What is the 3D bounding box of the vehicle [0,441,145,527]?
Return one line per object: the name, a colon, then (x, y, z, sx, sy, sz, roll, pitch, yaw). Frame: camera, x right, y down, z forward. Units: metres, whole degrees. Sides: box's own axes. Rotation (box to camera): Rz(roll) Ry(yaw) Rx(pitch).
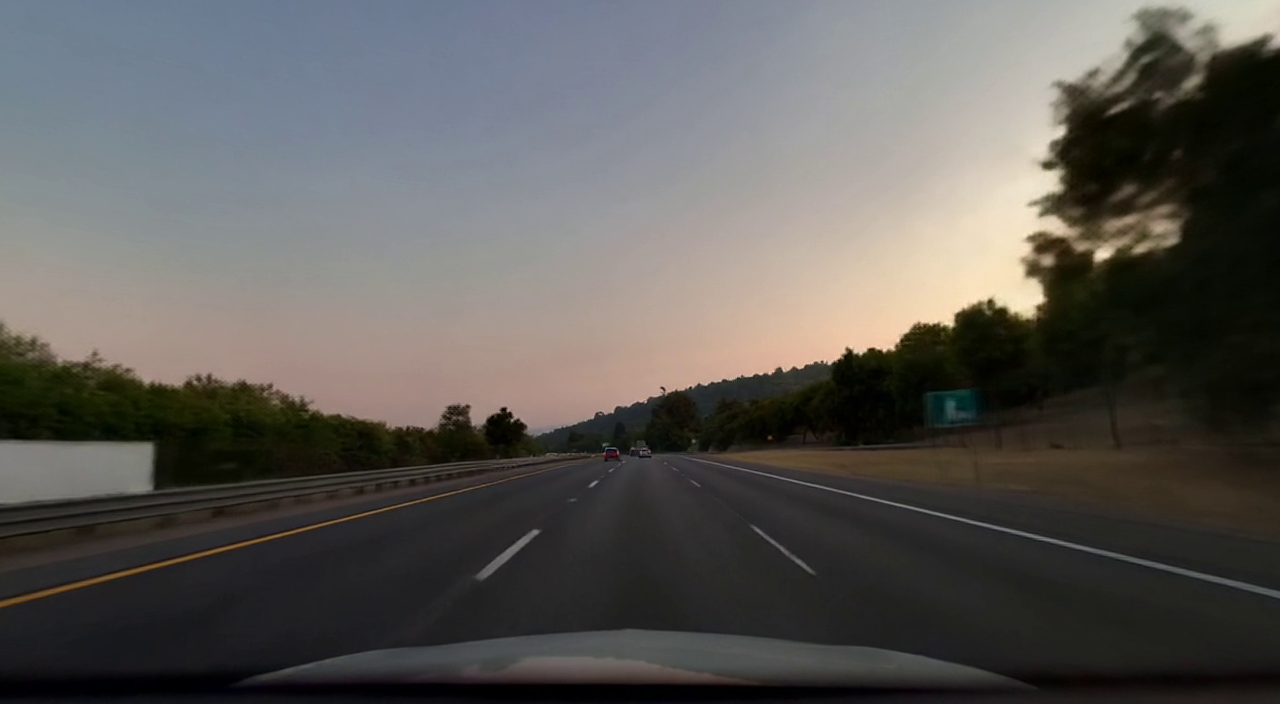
vehicle: (-28.504, 5.876, 28.617, 2.963, 3.633, 11.062, 0, -8, 1)
